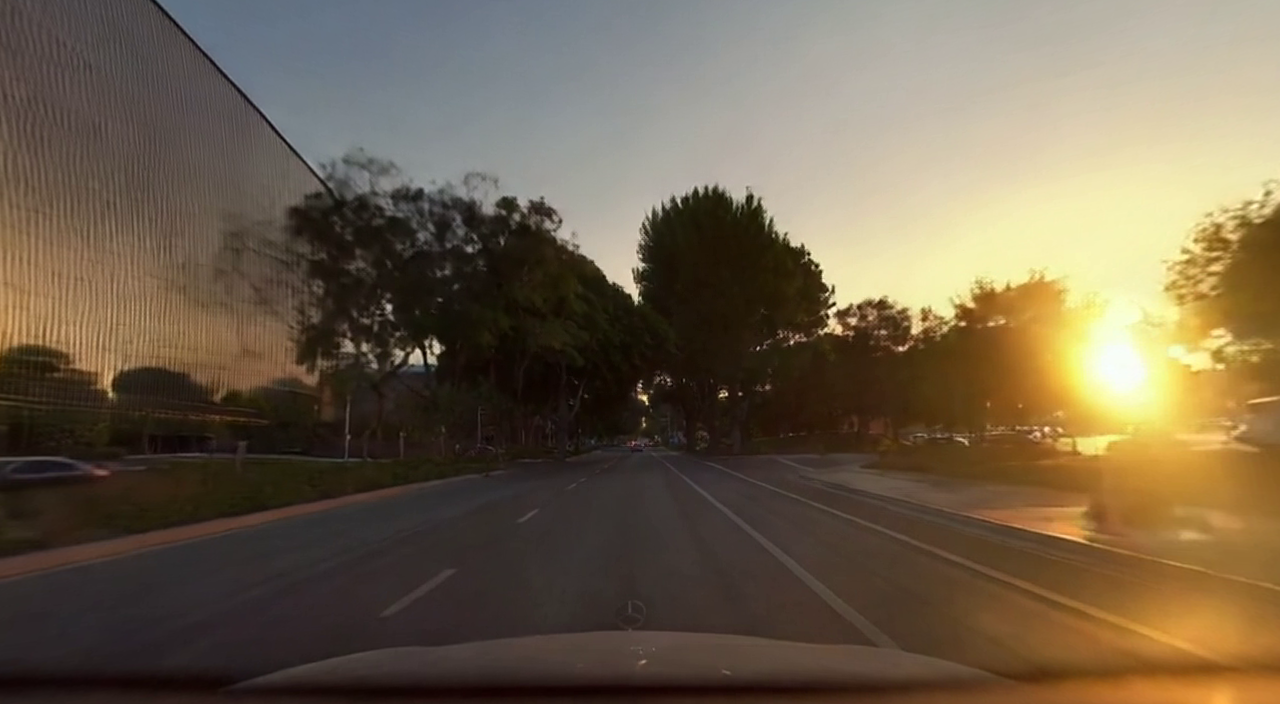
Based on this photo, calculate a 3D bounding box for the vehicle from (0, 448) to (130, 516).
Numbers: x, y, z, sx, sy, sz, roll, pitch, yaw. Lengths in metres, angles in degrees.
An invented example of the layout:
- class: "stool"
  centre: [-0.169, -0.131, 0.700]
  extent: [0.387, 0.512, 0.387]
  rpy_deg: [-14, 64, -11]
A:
- class: "vehicle"
  centre: [-15.706, 3.191, 15.733]
  extent: [1.982, 1.504, 4.683]
  rpy_deg: [0, -8, 1]

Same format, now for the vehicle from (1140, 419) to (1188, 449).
- class: "vehicle"
  centre: [32.466, 5.117, 39.141]
  extent: [1.940, 1.727, 4.262]
  rpy_deg: [-6, -10, 36]
